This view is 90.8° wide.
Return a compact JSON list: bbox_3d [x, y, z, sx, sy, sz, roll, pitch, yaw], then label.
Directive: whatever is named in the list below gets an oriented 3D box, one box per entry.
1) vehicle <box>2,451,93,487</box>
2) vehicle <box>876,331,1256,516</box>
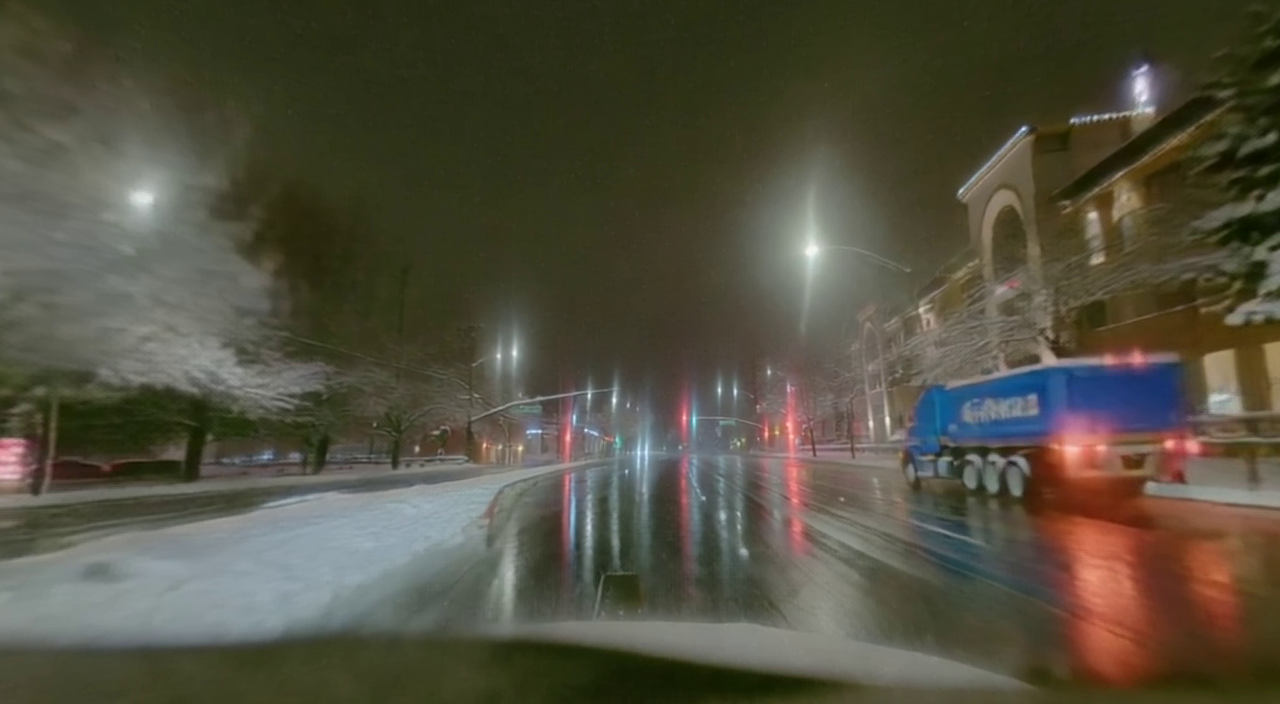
[{"bbox_3d":[-45.212,8.879,48.423,2.318,2.515,5.911,2,-9,-14],"label":"vehicle"},{"bbox_3d":[10.010,2.129,17.322,2.946,3.506,10.682,0,-9,0],"label":"vehicle"}]
